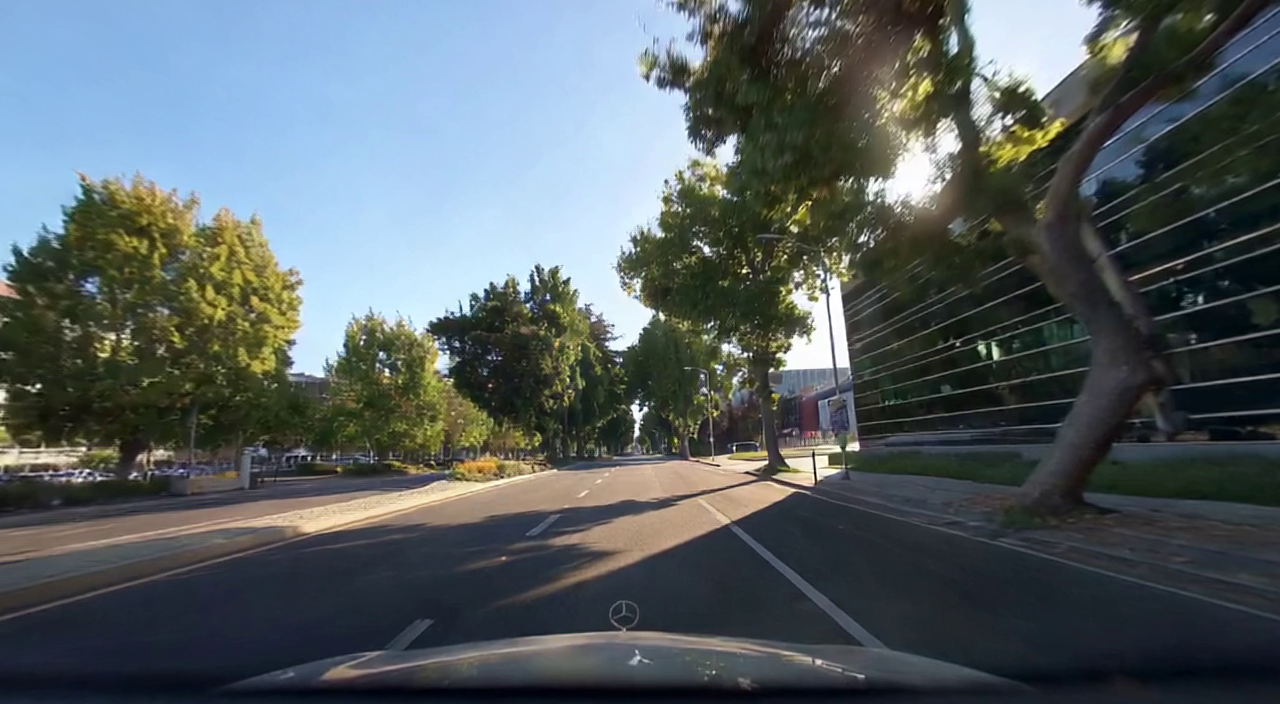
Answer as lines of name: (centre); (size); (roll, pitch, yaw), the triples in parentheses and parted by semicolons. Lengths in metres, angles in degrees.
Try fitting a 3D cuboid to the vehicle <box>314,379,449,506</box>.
vehicle: (-7.605, 2.721, 18.859); (2.837, 3.274, 3.013); (-4, -9, -3)
